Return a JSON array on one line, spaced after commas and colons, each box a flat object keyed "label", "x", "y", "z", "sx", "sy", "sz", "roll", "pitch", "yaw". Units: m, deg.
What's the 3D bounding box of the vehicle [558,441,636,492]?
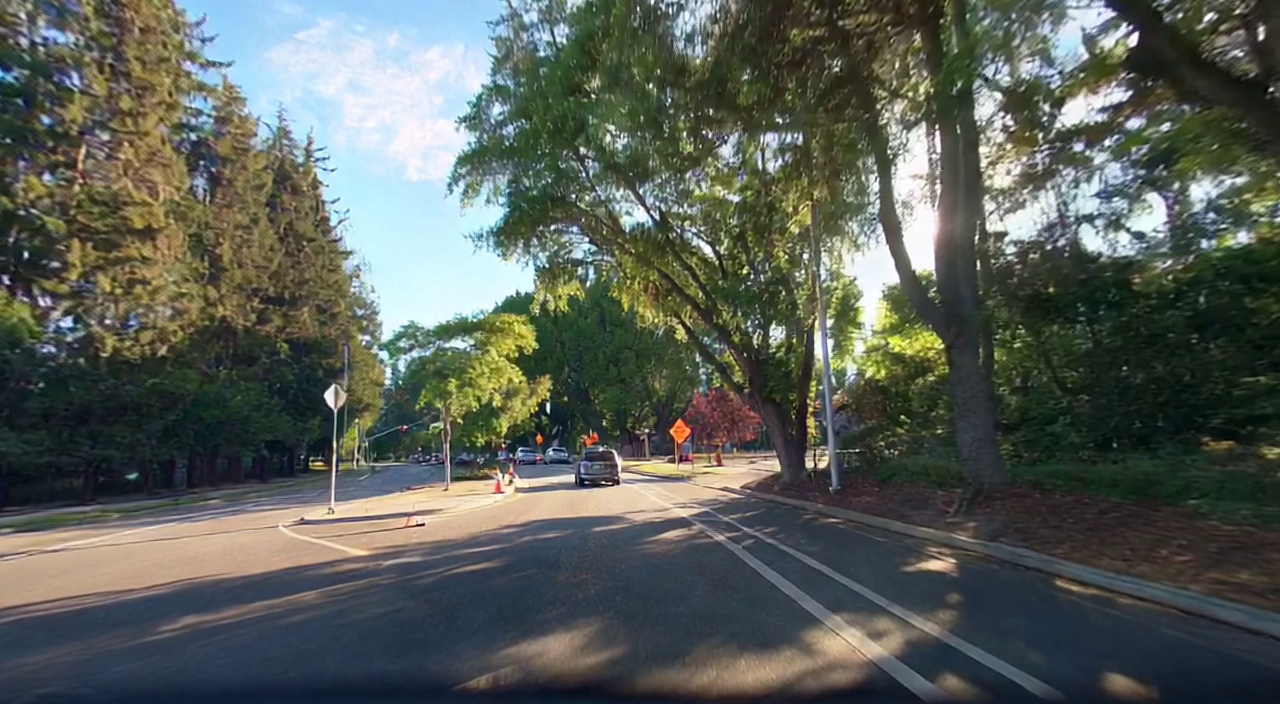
[{"label": "vehicle", "x": -1.582, "y": 3.824, "z": 21.509, "sx": 2.266, "sy": 1.508, "sz": 4.430, "roll": 1, "pitch": -9, "yaw": -9}]
